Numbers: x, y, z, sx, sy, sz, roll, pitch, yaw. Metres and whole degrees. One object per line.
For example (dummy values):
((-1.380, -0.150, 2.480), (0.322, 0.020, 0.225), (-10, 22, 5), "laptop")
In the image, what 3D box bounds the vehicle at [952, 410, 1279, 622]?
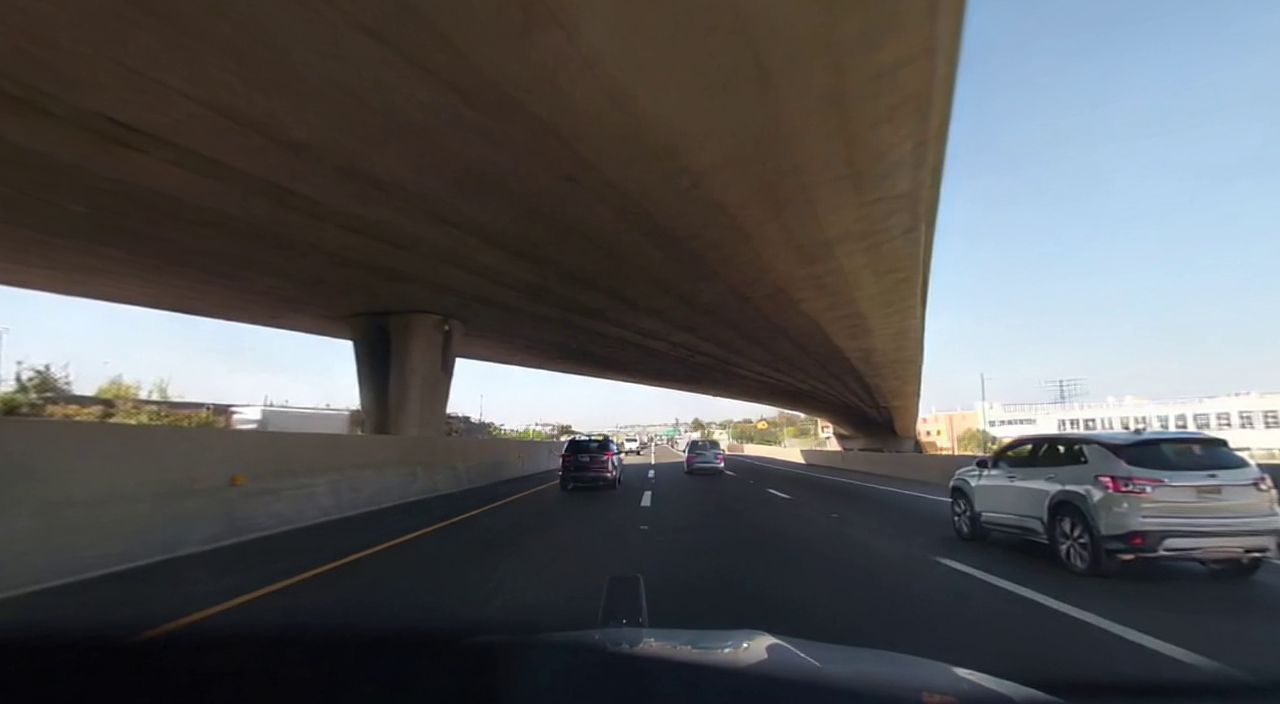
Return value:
((5.678, 1.570, 7.112), (2.027, 1.588, 4.611), (0, -8, 1), "vehicle")

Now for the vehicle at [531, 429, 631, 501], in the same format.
((-1.485, 3.128, 17.915), (2.239, 1.761, 4.620), (-1, -8, 2), "vehicle")

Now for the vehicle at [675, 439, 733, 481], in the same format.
((2.547, 4.391, 25.972), (2.000, 1.558, 3.945), (0, -8, 1), "vehicle")
